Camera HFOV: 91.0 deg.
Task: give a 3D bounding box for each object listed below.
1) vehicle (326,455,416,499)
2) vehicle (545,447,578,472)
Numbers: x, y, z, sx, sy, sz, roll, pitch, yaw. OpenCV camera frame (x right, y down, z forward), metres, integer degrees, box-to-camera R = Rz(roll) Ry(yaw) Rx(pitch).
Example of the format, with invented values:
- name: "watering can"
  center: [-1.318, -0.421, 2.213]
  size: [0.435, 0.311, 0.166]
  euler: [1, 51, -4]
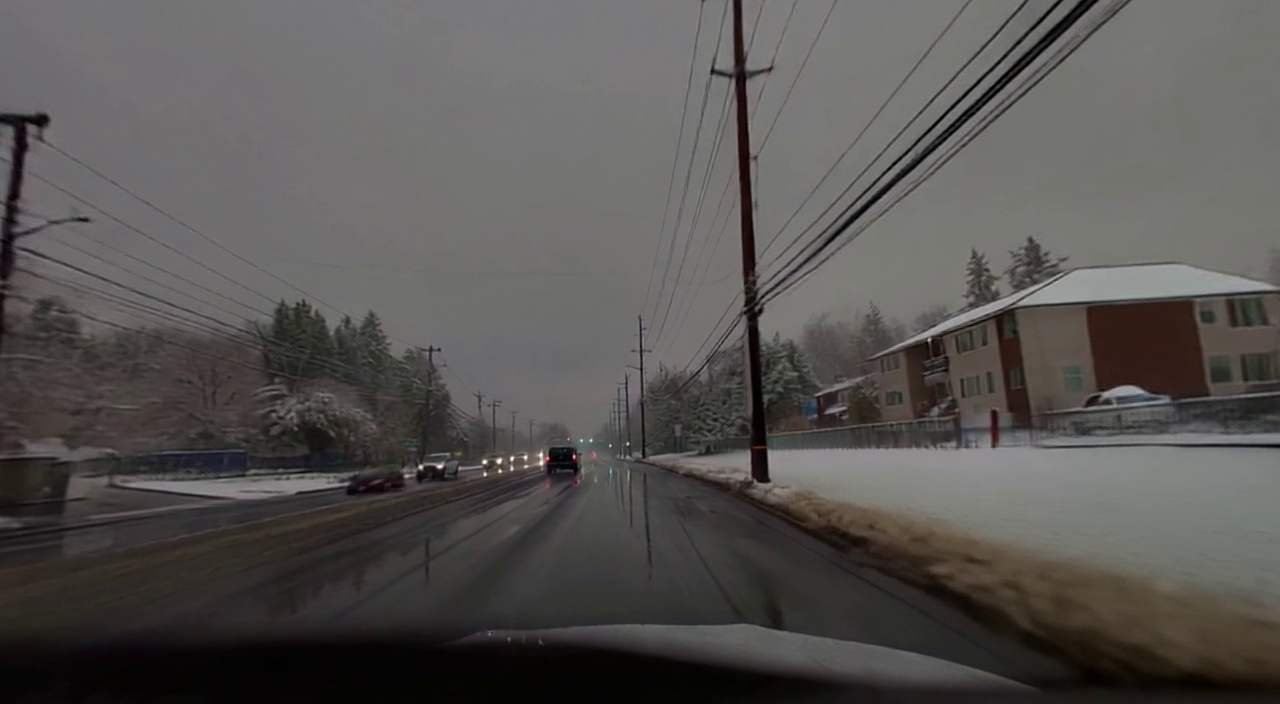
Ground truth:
- name: "vehicle"
  center: [-10.770, 5.001, 25.596]
  size: [1.911, 1.508, 4.448]
  euler: [0, -9, -3]
- name: "vehicle"
  center: [-5.139, 7.084, 41.764]
  size: [1.992, 1.515, 4.289]
  euler: [0, -9, -4]
